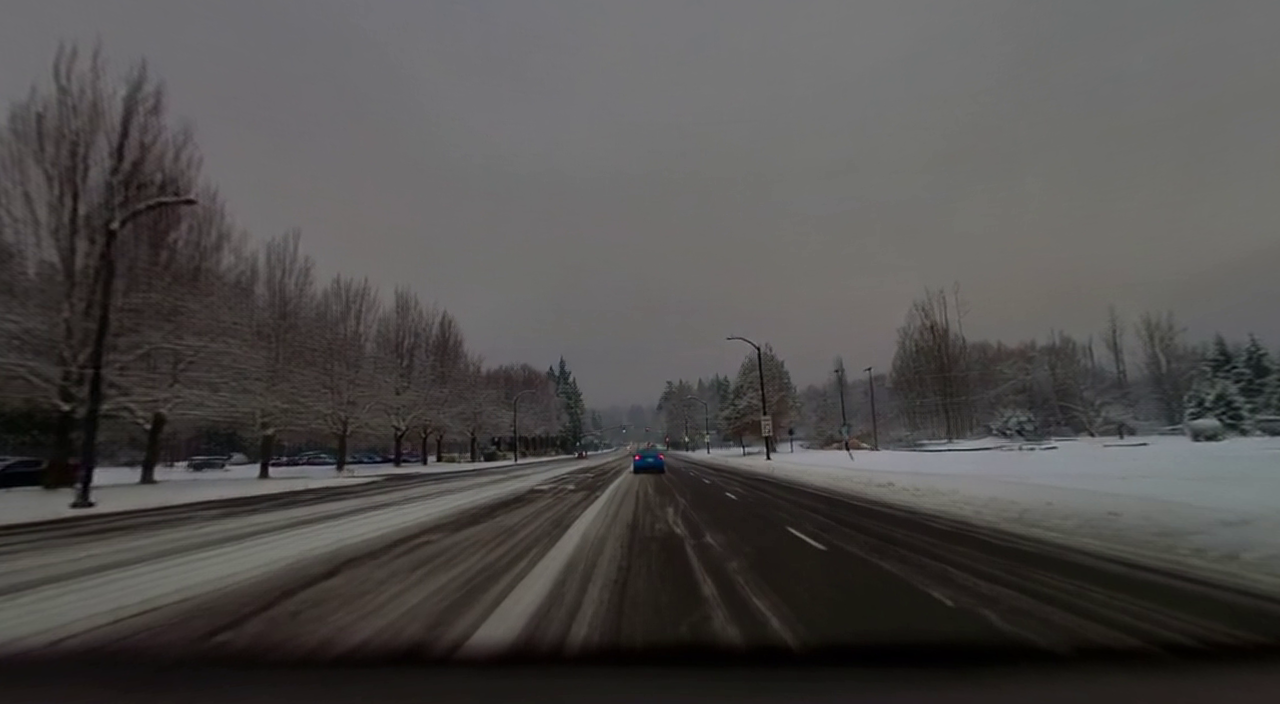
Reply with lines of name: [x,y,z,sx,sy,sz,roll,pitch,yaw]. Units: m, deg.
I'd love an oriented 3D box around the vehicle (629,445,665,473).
vehicle: [0.384,6.185,36.603,1.978,1.499,3.915,0,-8,0]

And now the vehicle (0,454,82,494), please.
vehicle: [-29.861,5.860,30.150,4.508,1.698,2.101,-4,-9,5]
